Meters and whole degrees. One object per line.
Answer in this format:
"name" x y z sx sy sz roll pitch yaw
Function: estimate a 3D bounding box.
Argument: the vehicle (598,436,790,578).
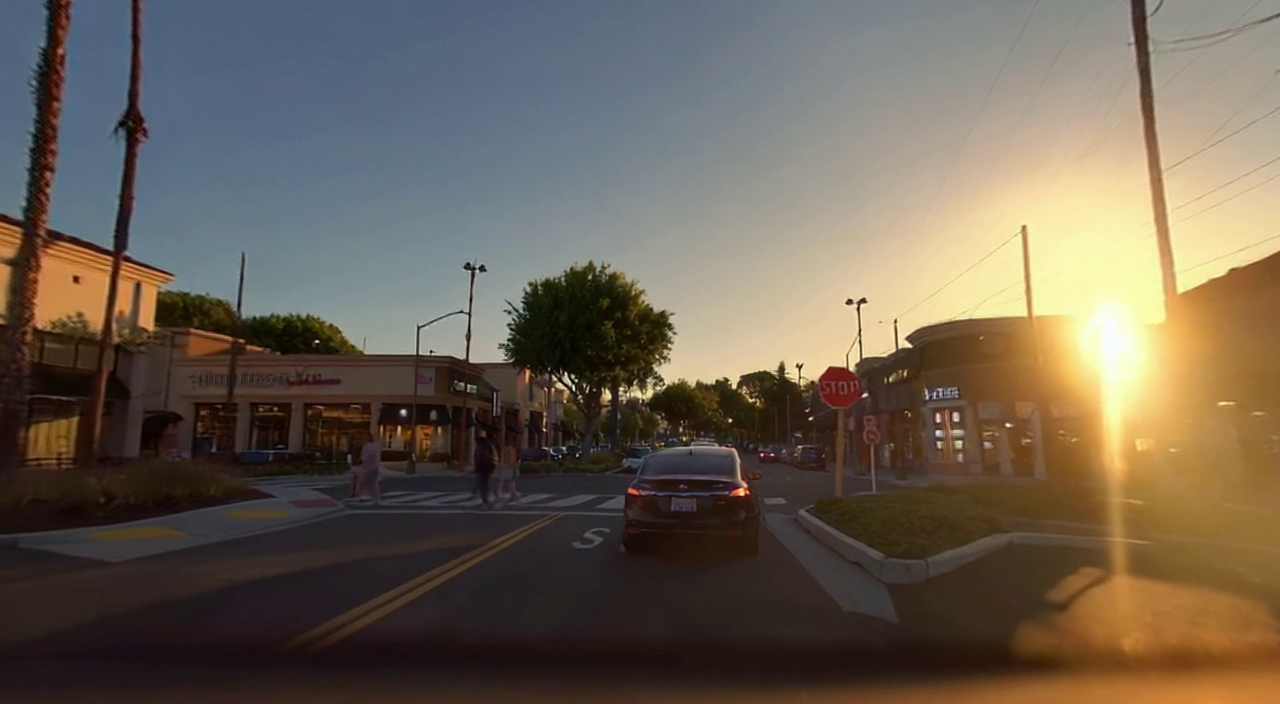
"vehicle" 0.749 1.943 8.769 2.031 1.479 3.969 -1 -9 5

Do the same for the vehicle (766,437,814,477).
"vehicle" 9.395 6.541 39.608 2.467 2.369 1.577 6 -10 -34

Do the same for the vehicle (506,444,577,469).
"vehicle" -6.894 7.303 44.290 4.529 1.682 1.895 6 -11 -36
